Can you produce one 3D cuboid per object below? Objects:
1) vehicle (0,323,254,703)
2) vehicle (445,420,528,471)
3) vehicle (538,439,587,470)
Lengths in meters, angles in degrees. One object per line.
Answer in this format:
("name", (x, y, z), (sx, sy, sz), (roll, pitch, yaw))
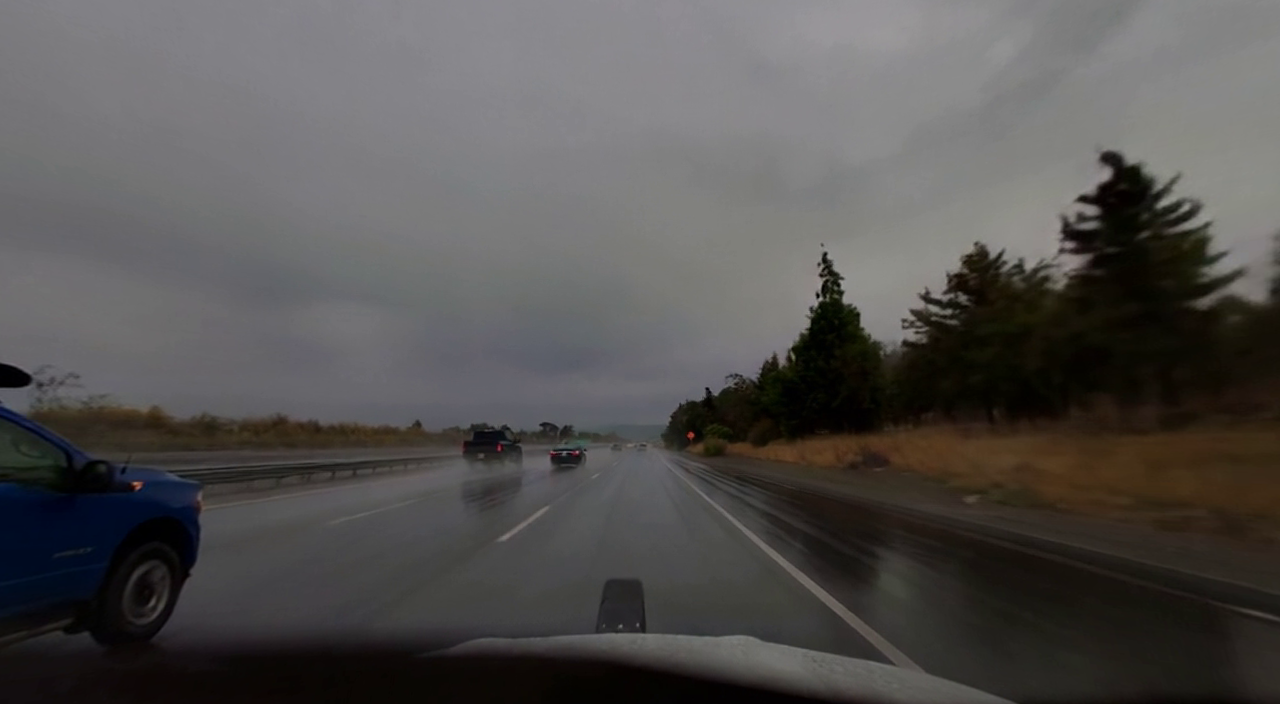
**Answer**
("vehicle", (-4.009, 0.659, 2.059), (2.200, 1.807, 5.041), (0, -9, 1))
("vehicle", (-7.521, 4.702, 31.593), (2.594, 2.254, 6.028), (0, -9, 0))
("vehicle", (-4.012, 5.408, 33.304), (2.012, 1.509, 4.359), (0, -9, 1))
